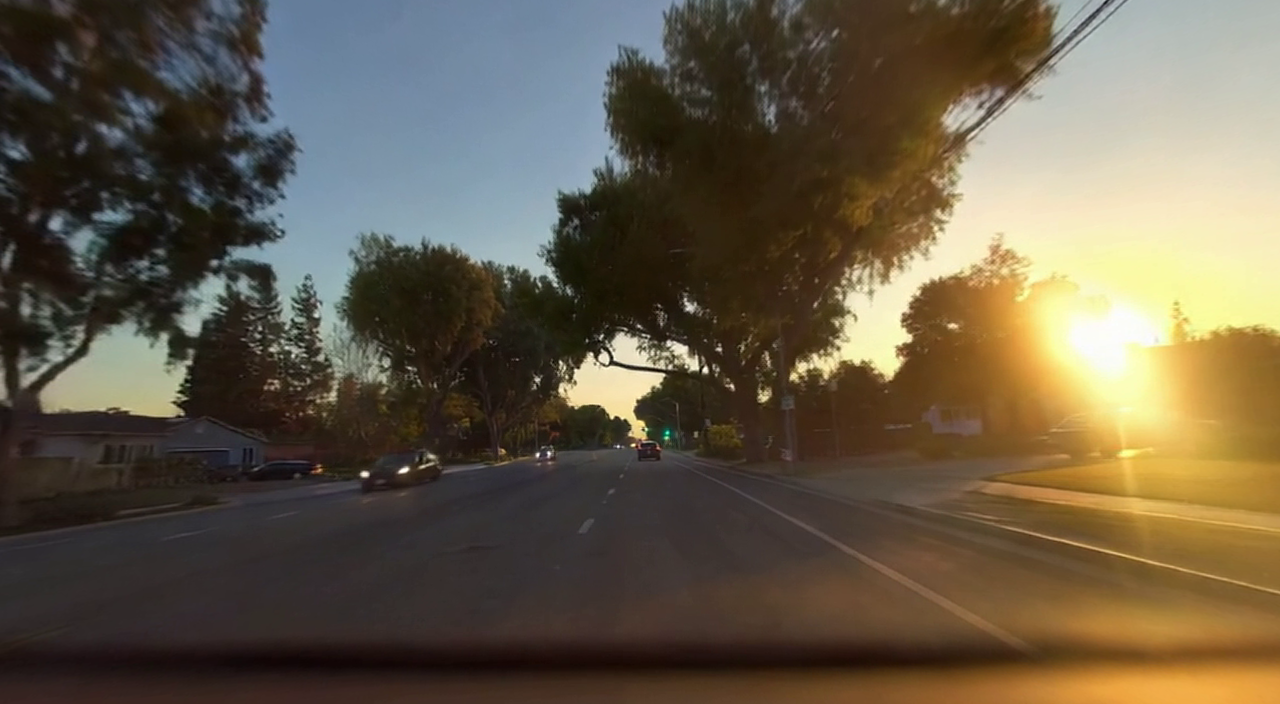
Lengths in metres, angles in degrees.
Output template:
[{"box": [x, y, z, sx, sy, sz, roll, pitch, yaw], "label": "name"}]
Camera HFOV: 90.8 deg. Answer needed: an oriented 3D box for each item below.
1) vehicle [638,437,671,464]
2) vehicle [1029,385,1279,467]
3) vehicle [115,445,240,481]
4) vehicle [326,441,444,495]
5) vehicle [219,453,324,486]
[{"box": [1.004, 7.040, 45.126, 2.215, 1.799, 4.426, 0, -8, 0], "label": "vehicle"}, {"box": [16.743, 2.413, 20.516, 6.339, 2.103, 2.660, -4, -8, 0], "label": "vehicle"}, {"box": [-26.521, 6.371, 36.400, 5.412, 1.959, 2.230, 0, -8, 0], "label": "vehicle"}, {"box": [-10.306, 4.706, 26.222, 2.337, 1.963, 5.862, -1, -8, 2], "label": "vehicle"}, {"box": [-20.863, 6.673, 35.947, 4.797, 1.518, 1.957, -3, -8, 0], "label": "vehicle"}]
